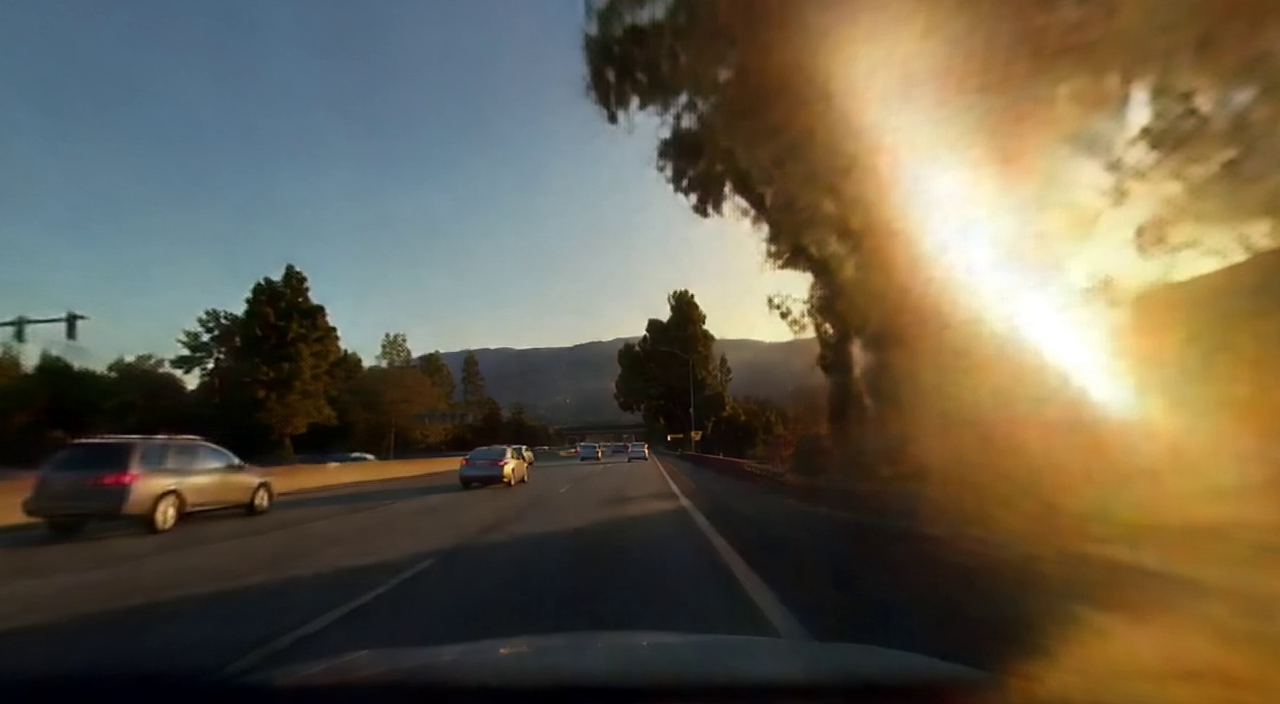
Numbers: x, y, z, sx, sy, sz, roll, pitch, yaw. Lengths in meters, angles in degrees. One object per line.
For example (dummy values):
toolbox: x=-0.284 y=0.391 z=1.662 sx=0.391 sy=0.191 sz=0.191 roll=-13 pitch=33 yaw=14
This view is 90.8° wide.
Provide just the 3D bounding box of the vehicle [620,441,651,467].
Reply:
vehicle: x=-0.316 y=7.483 z=46.523 sx=2.179 sy=1.742 sz=4.396 roll=0 pitch=-9 yaw=0

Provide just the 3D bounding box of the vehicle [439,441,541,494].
vehicle: x=-4.884 y=3.837 z=21.374 sx=2.102 sy=1.562 sz=4.884 roll=-1 pitch=-9 yaw=2

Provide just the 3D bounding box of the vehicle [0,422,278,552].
vehicle: x=-8.879 y=2.238 z=11.182 sx=2.091 sy=1.795 sz=4.617 roll=-1 pitch=-9 yaw=2
